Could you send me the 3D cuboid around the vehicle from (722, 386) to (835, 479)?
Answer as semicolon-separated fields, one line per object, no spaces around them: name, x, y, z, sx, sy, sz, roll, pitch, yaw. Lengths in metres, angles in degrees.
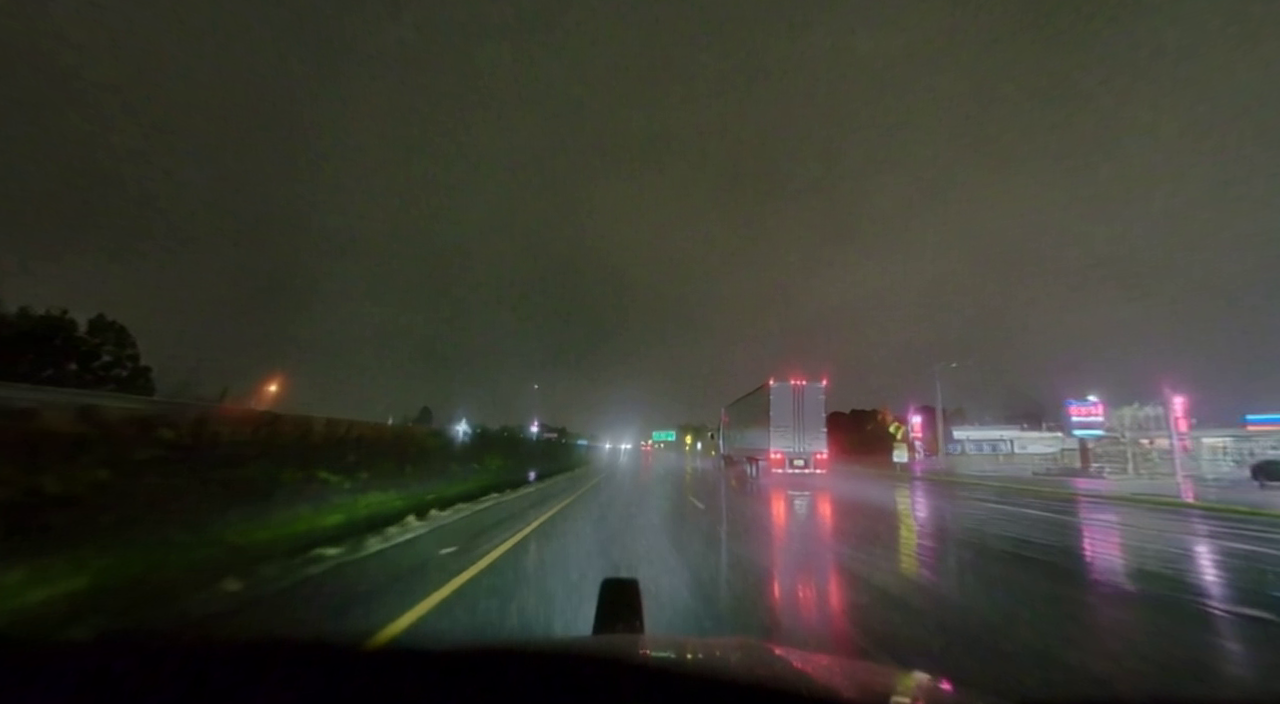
vehicle;7.265;4.797;36.369;2.912;4.153;15.866;0;-9;0
